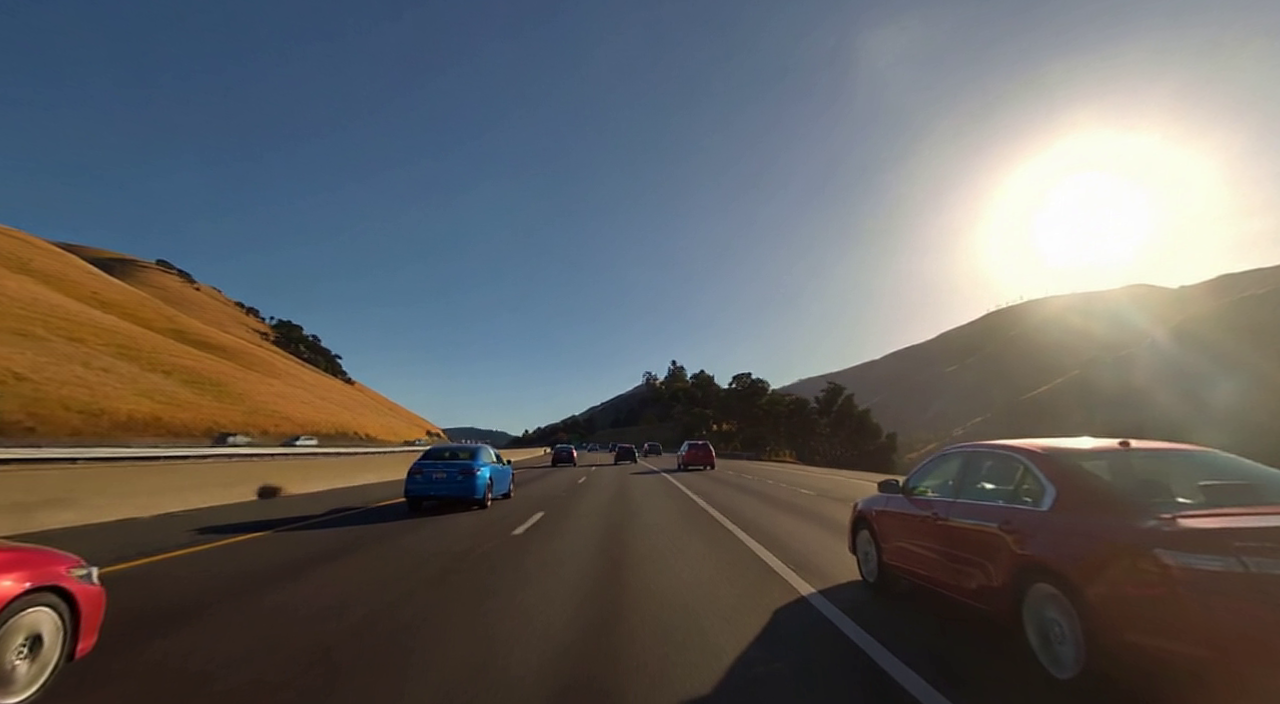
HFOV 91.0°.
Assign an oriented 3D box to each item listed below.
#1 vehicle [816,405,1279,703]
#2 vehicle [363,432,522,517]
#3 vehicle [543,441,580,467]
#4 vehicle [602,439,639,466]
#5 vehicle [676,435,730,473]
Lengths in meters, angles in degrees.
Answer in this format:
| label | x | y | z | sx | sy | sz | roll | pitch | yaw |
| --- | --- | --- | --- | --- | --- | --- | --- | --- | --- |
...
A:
| label | x | y | z | sx | sy | sz | roll | pitch | yaw |
| --- | --- | --- | --- | --- | --- | --- | --- | --- | --- |
| vehicle | 3.100 | 1.325 | 4.851 | 2.136 | 1.511 | 4.706 | 0 | -9 | 0 |
| vehicle | -3.975 | 2.528 | 13.537 | 1.993 | 1.500 | 4.248 | 0 | -9 | 0 |
| vehicle | -4.758 | 6.203 | 38.426 | 1.796 | 1.464 | 3.839 | 0 | -9 | -1 |
| vehicle | -1.183 | 6.250 | 39.246 | 2.147 | 1.572 | 4.094 | 0 | -9 | -1 |
| vehicle | 3.198 | 5.325 | 33.100 | 2.222 | 1.820 | 4.733 | 1 | -9 | -1 |
